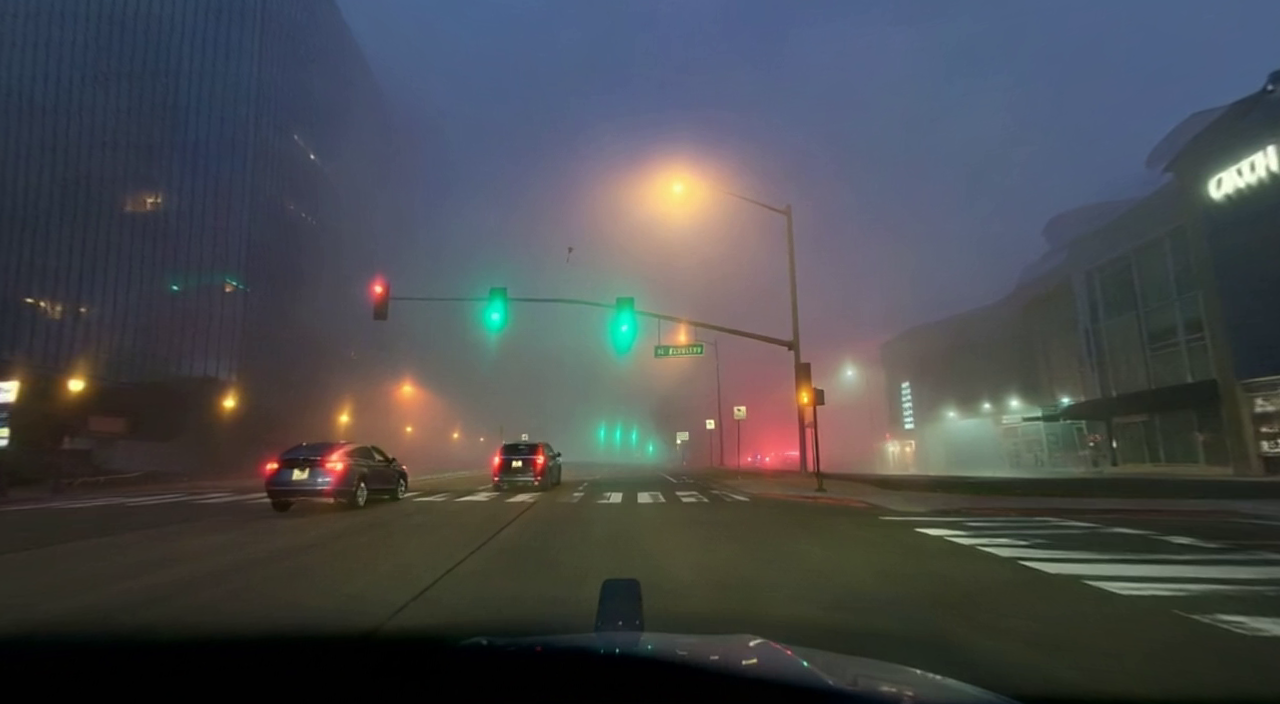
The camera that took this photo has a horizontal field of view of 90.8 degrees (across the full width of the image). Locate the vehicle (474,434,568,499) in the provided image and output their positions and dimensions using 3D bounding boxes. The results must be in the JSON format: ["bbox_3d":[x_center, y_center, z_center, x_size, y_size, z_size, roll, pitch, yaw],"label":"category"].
[{"bbox_3d":[-3.418,3.369,19.005,2.052,1.729,4.195,0,-8,-1],"label":"vehicle"}]

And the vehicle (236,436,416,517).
[{"bbox_3d":[-7.129,2.835,15.019,1.909,1.605,4.561,0,-8,0],"label":"vehicle"}]
